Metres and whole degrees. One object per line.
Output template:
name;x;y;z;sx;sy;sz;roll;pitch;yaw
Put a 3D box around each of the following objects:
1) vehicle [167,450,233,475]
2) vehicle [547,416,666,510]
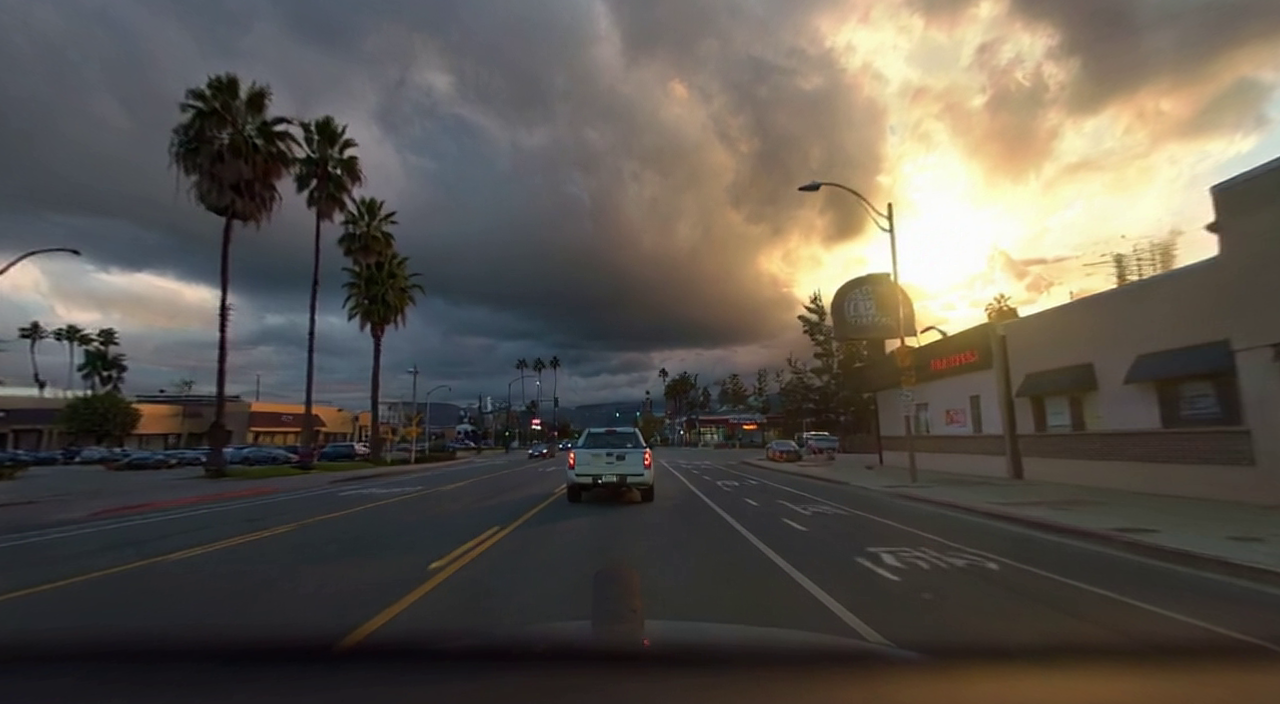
vehicle;-29.578;7.399;42.471;2.172;1.504;4.669;3;-9;-17
vehicle;-0.663;2.411;14.036;2.239;1.763;4.096;0;-9;-1
